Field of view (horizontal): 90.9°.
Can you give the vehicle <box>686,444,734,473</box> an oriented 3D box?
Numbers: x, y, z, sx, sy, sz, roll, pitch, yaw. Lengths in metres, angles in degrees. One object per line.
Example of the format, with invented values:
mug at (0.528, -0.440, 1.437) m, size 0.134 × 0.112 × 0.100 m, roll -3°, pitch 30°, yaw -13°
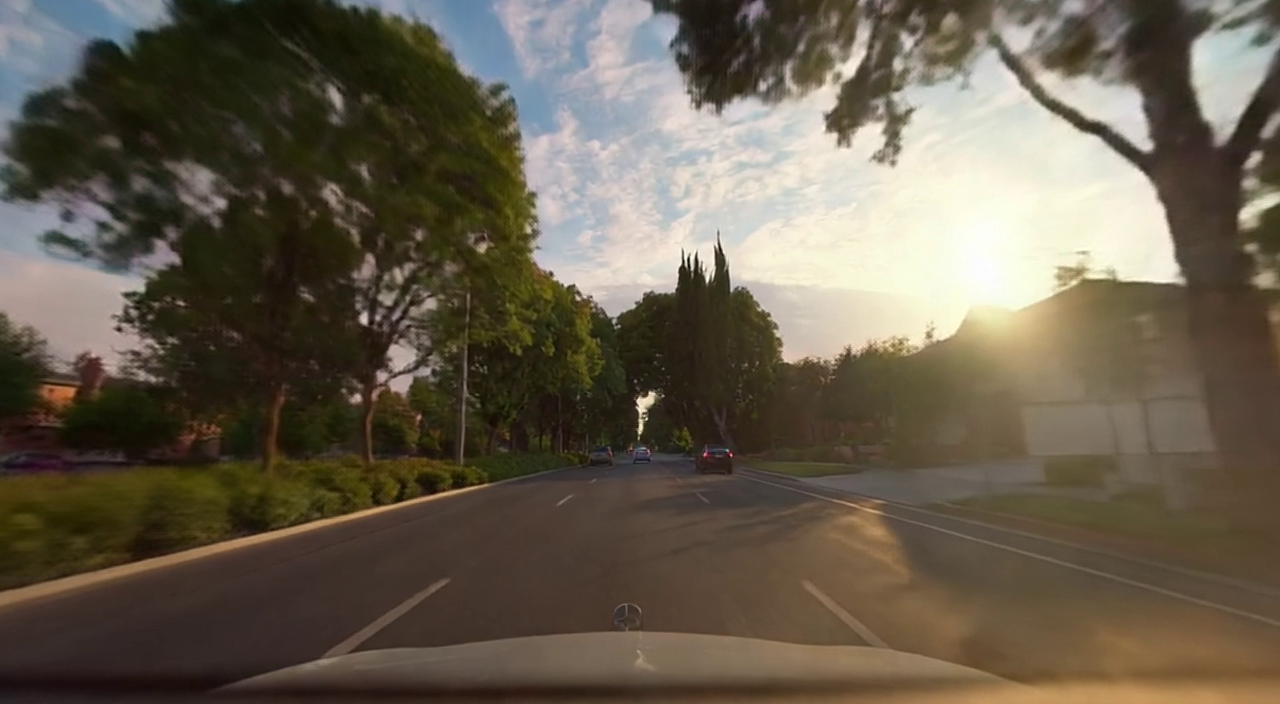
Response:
vehicle at (4.067, 6.289, 37.408) m, size 2.237 × 1.578 × 4.621 m, roll 0°, pitch -8°, yaw -1°
